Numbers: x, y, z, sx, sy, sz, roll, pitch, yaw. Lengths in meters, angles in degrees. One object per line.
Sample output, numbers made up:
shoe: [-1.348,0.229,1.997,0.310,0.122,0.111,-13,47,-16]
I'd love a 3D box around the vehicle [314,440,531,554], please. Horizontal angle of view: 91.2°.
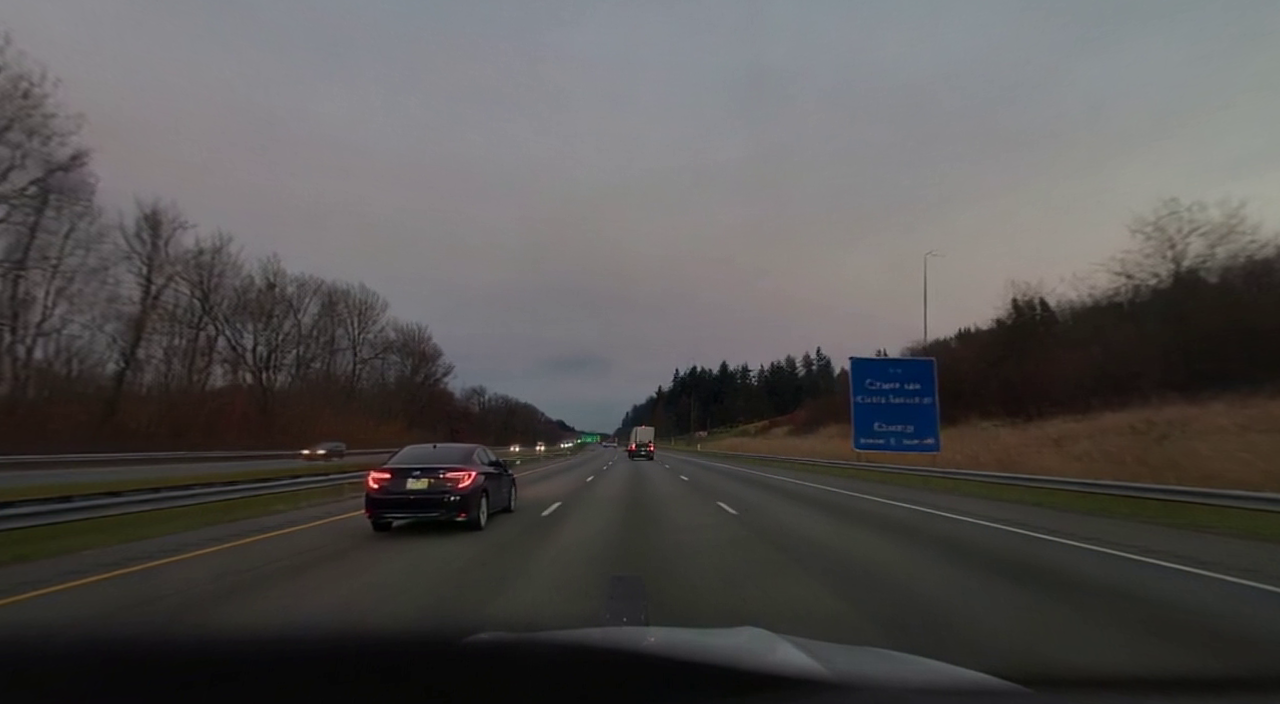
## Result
vehicle: [-3.279,2.264,10.607,2.012,1.500,4.452,0,-9,1]

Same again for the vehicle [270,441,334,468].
vehicle: [-21.861,6.635,40.783,1.876,1.581,4.279,0,-9,-2]

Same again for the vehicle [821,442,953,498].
vehicle: [7.816,3.767,20.607,2.081,1.576,5.604,0,-9,0]

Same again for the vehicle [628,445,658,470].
vehicle: [0.172,6.713,40.025,1.859,1.478,3.799,0,-9,0]
